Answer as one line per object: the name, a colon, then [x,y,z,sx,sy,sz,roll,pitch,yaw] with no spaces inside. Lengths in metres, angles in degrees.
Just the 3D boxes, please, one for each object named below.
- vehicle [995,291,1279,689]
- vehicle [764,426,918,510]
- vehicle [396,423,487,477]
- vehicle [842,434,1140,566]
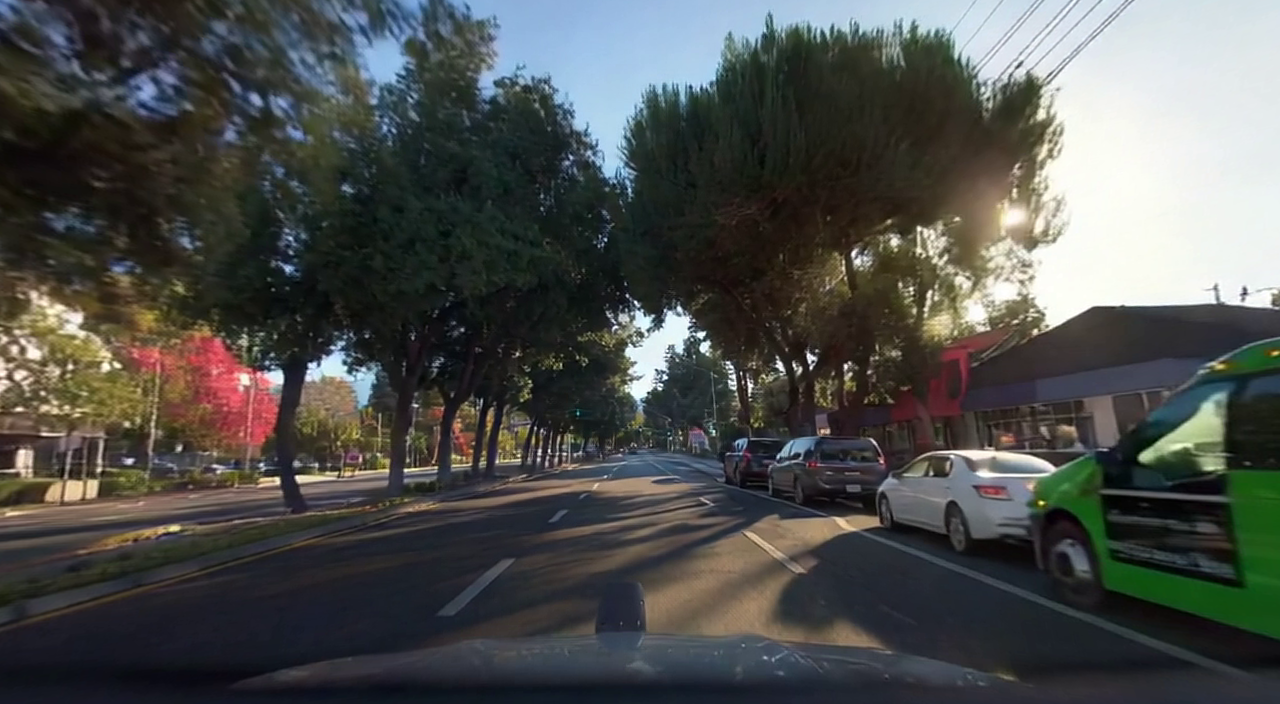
vehicle: [4.628,0.660,2.892,2.351,2.125,6.230,0,-8,0]
vehicle: [4.524,2.695,15.173,2.028,1.660,4.705,0,-8,-2]
vehicle: [-14.691,7.467,48.225,3.021,3.520,12.558,0,-9,-1]
vehicle: [4.737,2.025,9.524,1.908,1.472,4.541,0,-8,0]
